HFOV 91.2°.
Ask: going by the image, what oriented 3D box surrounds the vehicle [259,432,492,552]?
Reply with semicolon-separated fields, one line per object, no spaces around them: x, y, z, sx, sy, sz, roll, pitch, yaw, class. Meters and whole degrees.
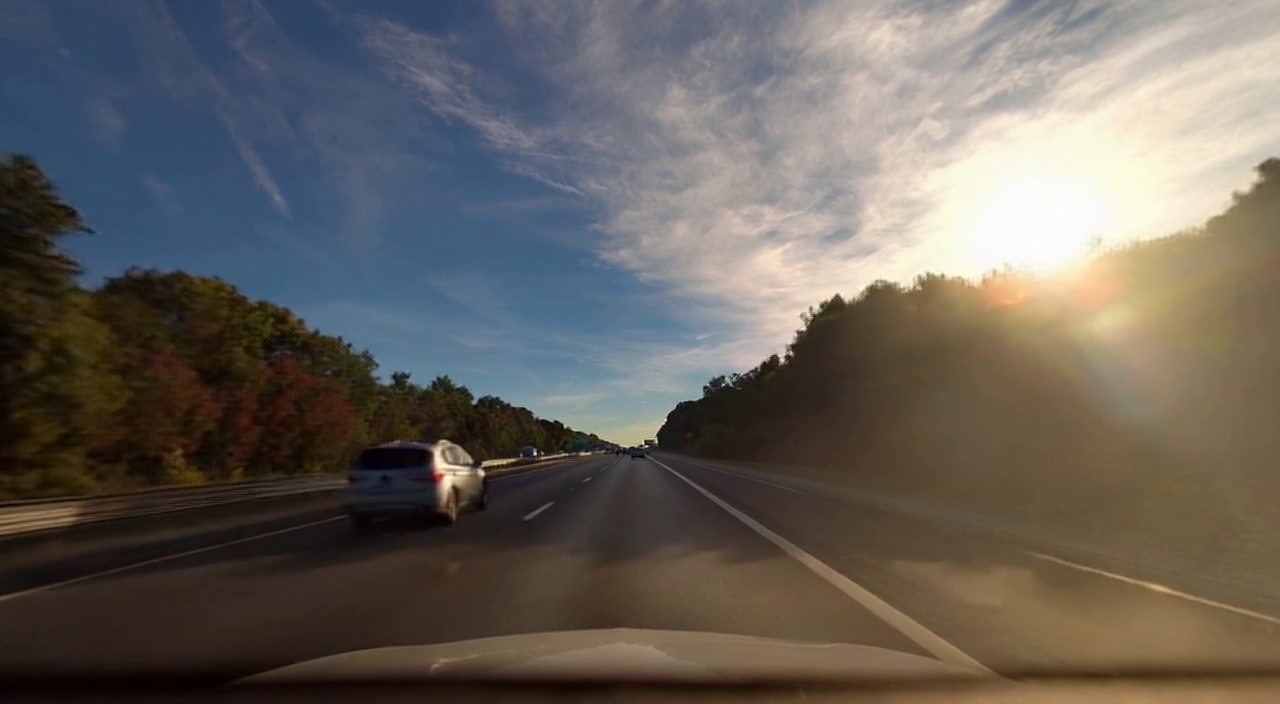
-4.135;2.258;10.897;1.958;1.587;4.801;0;-9;0;vehicle
